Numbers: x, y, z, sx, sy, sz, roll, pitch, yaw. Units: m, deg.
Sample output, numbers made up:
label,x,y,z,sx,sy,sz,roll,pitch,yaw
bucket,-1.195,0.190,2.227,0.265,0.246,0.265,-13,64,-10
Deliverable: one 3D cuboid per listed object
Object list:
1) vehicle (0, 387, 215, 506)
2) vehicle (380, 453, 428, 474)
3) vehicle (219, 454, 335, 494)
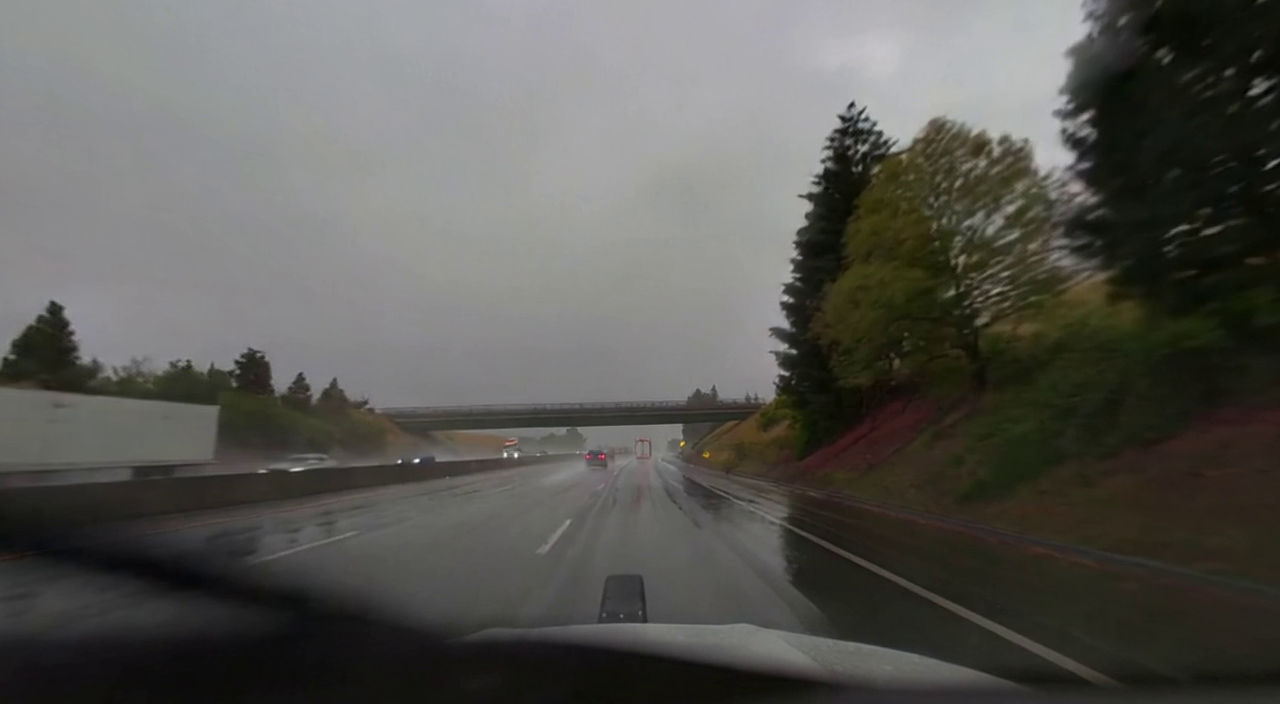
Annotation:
label,x,y,z,sx,sy,sz,roll,pitch,yaw
vehicle,-22.316,3.375,22.437,2.908,3.830,16.795,0,-9,-1
vehicle,-18.074,8.561,48.601,1.826,1.491,4.766,0,-9,0
vehicle,-14.750,4.962,25.967,2.128,1.471,4.471,0,-9,0
